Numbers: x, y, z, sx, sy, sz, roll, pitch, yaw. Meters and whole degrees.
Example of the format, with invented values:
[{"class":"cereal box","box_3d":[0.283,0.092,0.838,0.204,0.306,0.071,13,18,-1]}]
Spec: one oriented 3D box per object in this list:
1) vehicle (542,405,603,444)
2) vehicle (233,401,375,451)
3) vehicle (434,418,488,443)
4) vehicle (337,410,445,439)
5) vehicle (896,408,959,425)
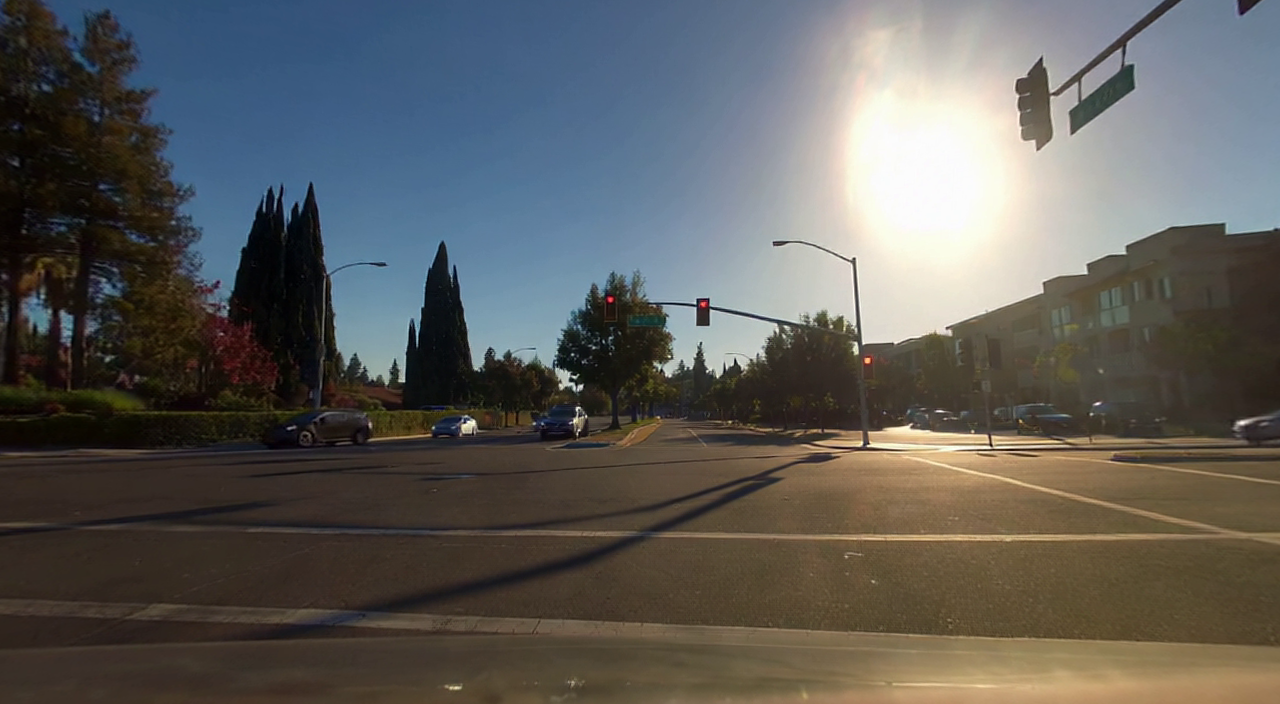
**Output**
[{"class":"vehicle","box_3d":[-3.484,3.987,33.896,2.306,1.907,5.382,-1,-9,4]},{"class":"vehicle","box_3d":[-14.108,3.232,26.938,2.340,1.902,4.920,-3,-9,20]},{"class":"vehicle","box_3d":[-11.315,5.032,40.213,1.899,1.510,4.294,-1,-8,4]},{"class":"vehicle","box_3d":[-17.131,5.094,43.762,6.496,1.847,2.164,8,-11,-42]},{"class":"vehicle","box_3d":[22.002,4.938,48.440,3.933,1.219,1.700,-1,-9,3]}]
